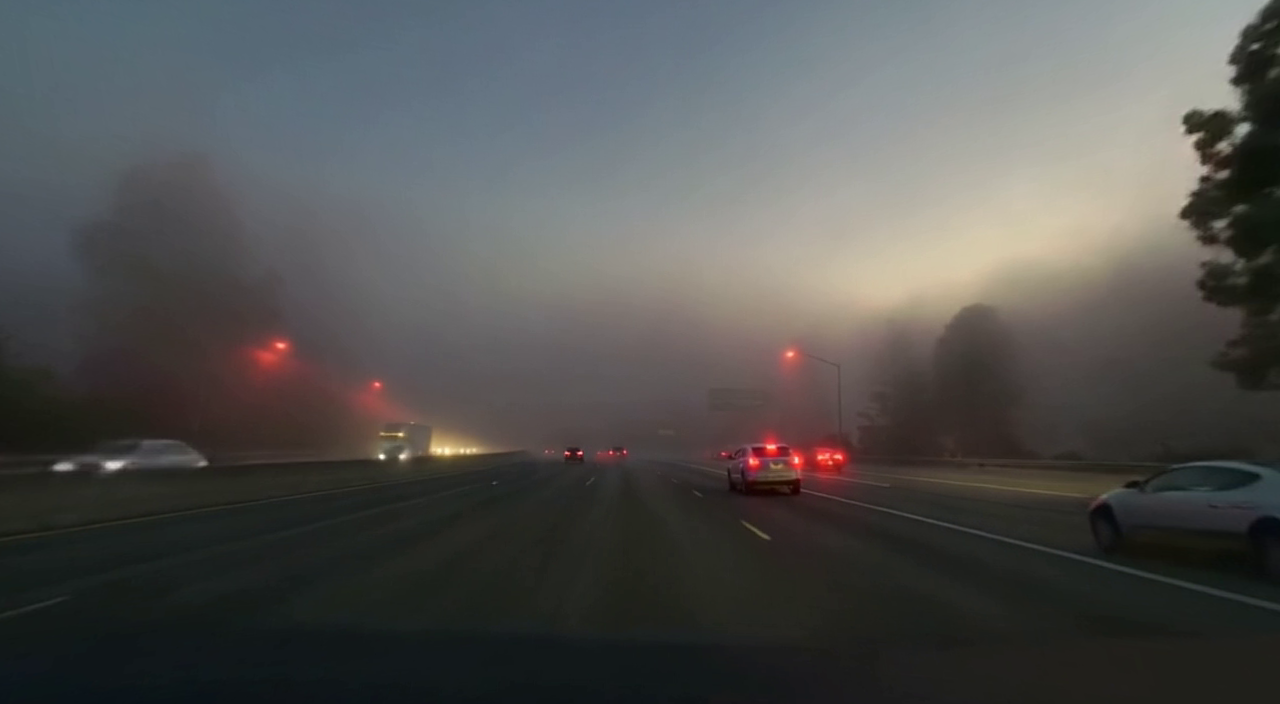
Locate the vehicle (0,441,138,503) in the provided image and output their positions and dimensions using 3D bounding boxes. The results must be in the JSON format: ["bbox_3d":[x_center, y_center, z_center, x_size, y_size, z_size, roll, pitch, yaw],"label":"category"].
[{"bbox_3d":[-16.840,3.309,17.646,1.921,1.515,4.417,0,-9,-1],"label":"vehicle"}]

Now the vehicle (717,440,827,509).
[{"bbox_3d":[3.297,3.157,16.579,1.975,1.562,3.823,0,-9,-1],"label":"vehicle"}]

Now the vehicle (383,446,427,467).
[{"bbox_3d":[-18.072,8.053,48.670,1.861,1.545,4.299,1,-9,-2],"label":"vehicle"}]

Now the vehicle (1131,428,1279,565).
[{"bbox_3d":[8.685,1.713,7.402,1.909,1.634,4.739,0,-9,-1],"label":"vehicle"}]
